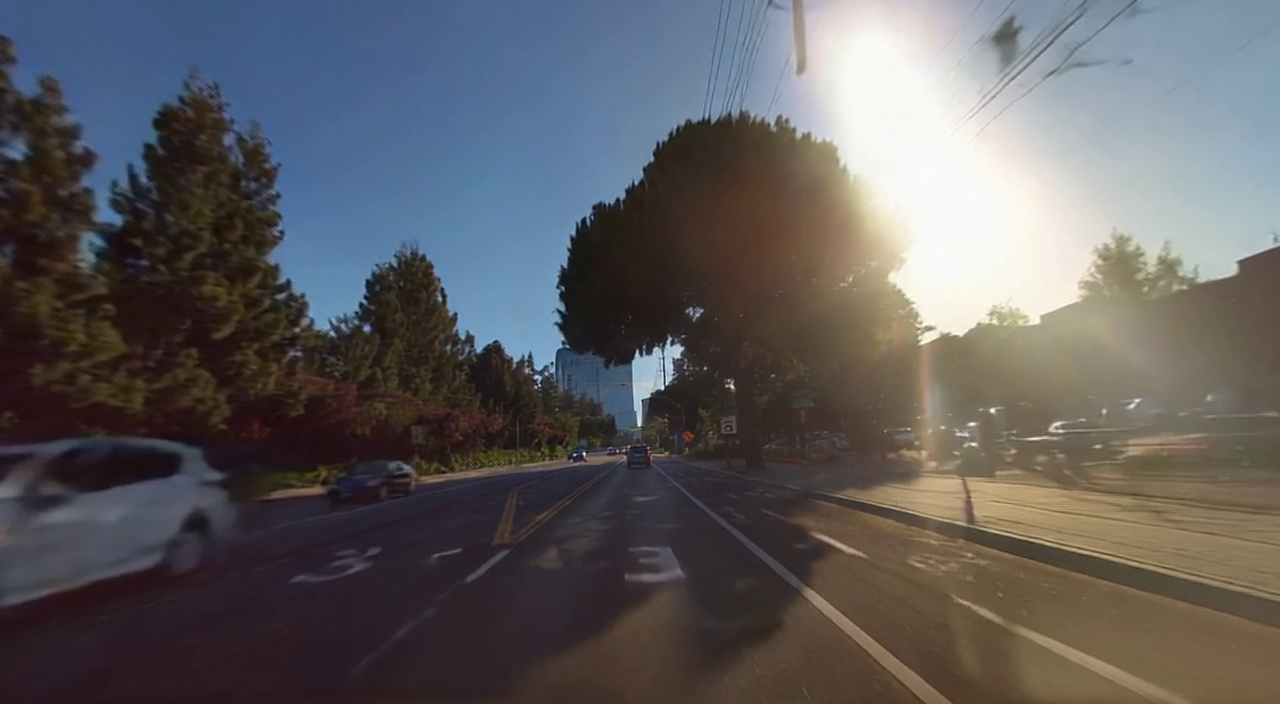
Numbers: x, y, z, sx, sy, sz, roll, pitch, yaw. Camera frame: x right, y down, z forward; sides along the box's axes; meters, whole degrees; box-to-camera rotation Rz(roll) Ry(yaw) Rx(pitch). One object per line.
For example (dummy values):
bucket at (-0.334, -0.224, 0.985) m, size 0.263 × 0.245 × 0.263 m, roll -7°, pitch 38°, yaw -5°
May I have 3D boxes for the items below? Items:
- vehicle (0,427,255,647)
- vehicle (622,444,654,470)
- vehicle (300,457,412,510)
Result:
vehicle at (-5.994, 1.618, 6.003) m, size 1.960 × 1.704 × 4.229 m, roll 0°, pitch -9°, yaw 0°
vehicle at (-0.120, 7.416, 44.844) m, size 2.163 × 1.746 × 4.073 m, roll 0°, pitch -8°, yaw 0°
vehicle at (-9.287, 4.301, 21.052) m, size 1.841 × 1.475 × 4.054 m, roll 0°, pitch -9°, yaw 0°
